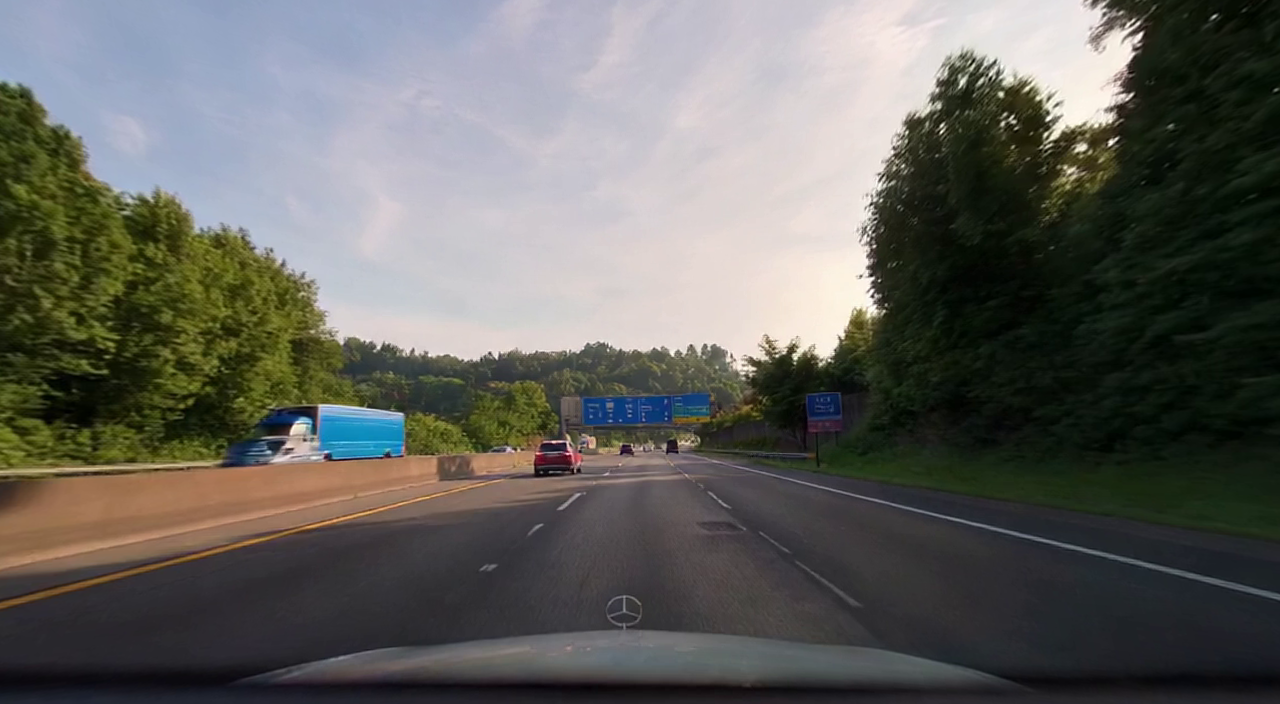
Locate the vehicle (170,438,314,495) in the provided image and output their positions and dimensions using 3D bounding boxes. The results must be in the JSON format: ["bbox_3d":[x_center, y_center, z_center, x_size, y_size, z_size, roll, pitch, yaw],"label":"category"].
[{"bbox_3d":[-15.002,4.316,24.225,2.090,1.914,5.158,0,-9,0],"label":"vehicle"}]

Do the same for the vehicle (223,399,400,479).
[{"bbox_3d":[-19.395,5.481,39.126,3.227,4.084,13.972,0,-9,1],"label":"vehicle"}]

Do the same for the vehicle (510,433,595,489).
[{"bbox_3d":[-2.787,3.596,20.995,2.183,1.662,3.968,0,-9,1],"label":"vehicle"}]
